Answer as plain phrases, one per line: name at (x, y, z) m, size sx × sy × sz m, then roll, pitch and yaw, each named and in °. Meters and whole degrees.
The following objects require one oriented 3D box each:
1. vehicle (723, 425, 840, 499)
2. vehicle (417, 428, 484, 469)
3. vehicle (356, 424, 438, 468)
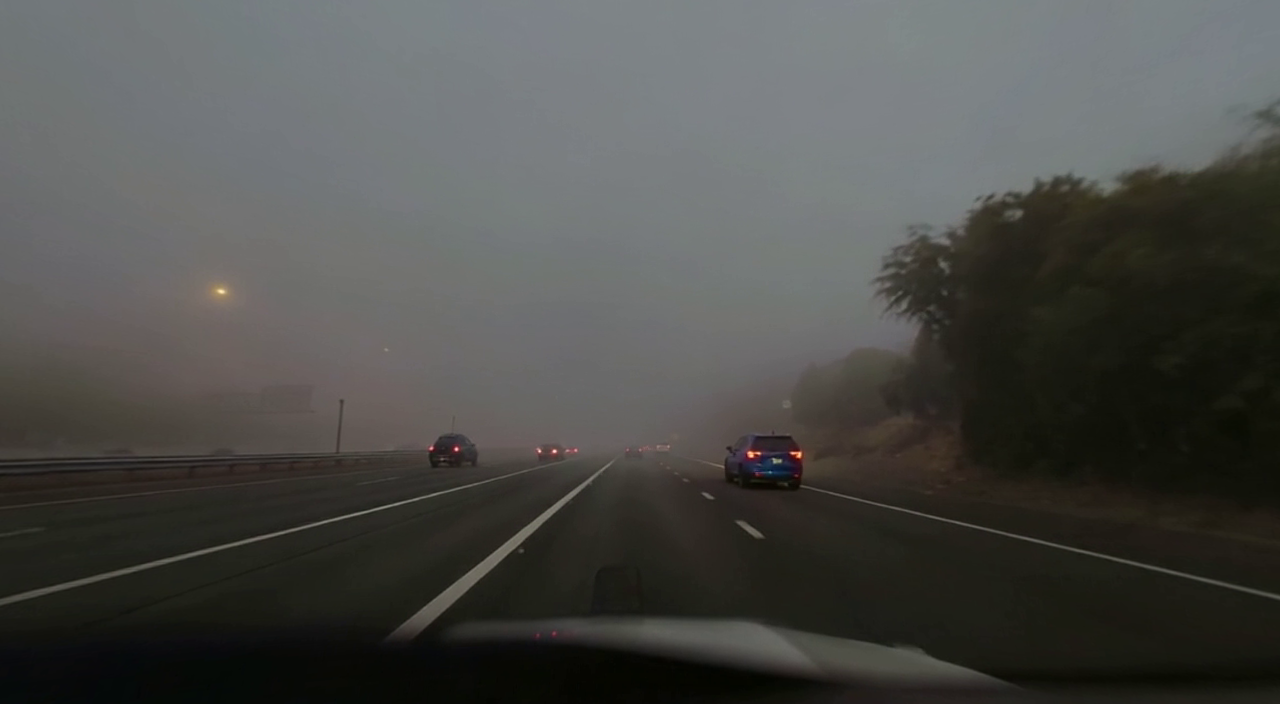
vehicle at (3.966, 3.190, 18.668) m, size 2.184 × 1.892 × 4.763 m, roll 0°, pitch -9°, yaw -2°
vehicle at (-11.029, 5.681, 37.130) m, size 2.261 × 2.230 × 5.435 m, roll 0°, pitch -9°, yaw 0°
vehicle at (-15.005, 5.881, 39.400) m, size 2.647 × 2.508 × 6.337 m, roll 0°, pitch -9°, yaw 0°
